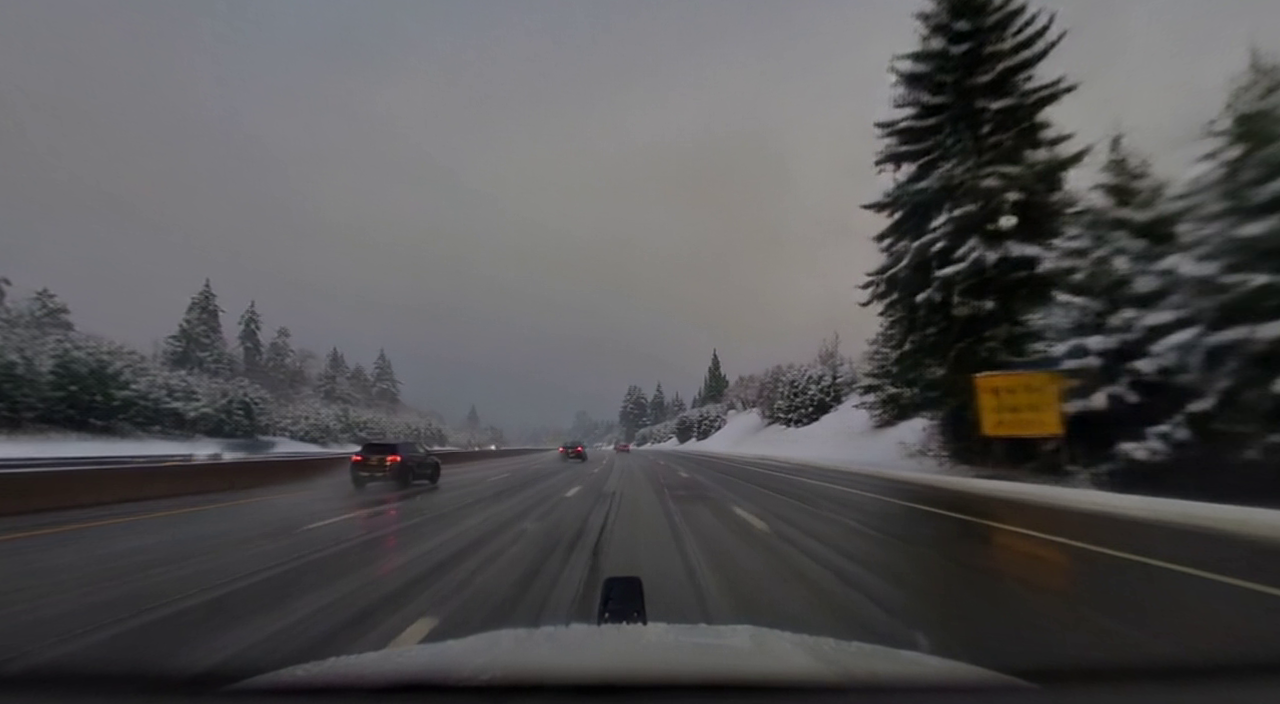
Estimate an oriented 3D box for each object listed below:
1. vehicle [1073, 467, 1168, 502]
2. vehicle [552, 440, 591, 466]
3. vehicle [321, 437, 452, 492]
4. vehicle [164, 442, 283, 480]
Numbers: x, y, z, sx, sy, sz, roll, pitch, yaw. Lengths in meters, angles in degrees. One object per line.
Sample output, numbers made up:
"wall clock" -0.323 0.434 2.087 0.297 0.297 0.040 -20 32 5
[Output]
"vehicle" 24.200 6.682 31.978 2.005 1.478 4.056 -1 -8 8
"vehicle" -4.074 6.091 38.109 1.936 1.465 4.060 0 -8 0
"vehicle" -7.498 3.357 19.262 2.038 1.463 4.656 0 -8 0
"vehicle" -17.184 4.478 26.328 1.979 1.433 4.404 0 -8 -1
